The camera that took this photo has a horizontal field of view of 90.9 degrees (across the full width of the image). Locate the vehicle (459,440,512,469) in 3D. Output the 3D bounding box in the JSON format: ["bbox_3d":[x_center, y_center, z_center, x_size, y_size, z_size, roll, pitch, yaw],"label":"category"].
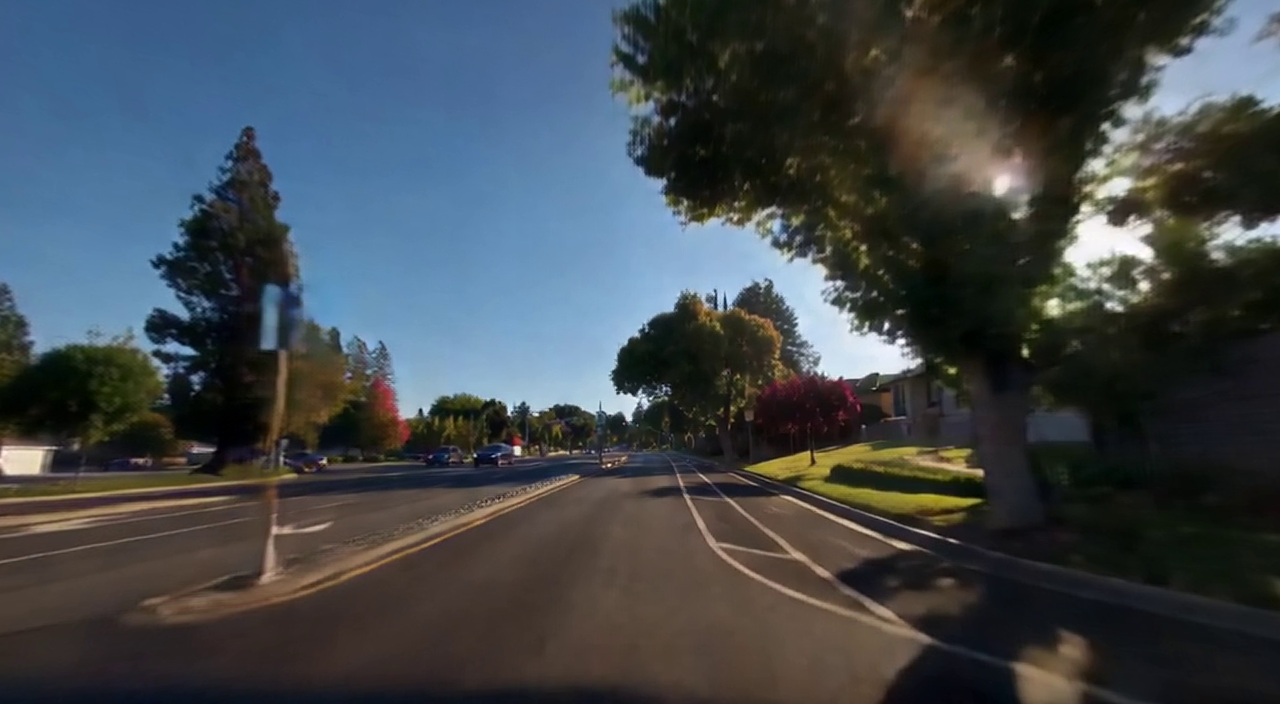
[{"bbox_3d":[-10.852,7.243,44.693,2.336,1.905,4.908,0,-8,1],"label":"vehicle"}]
